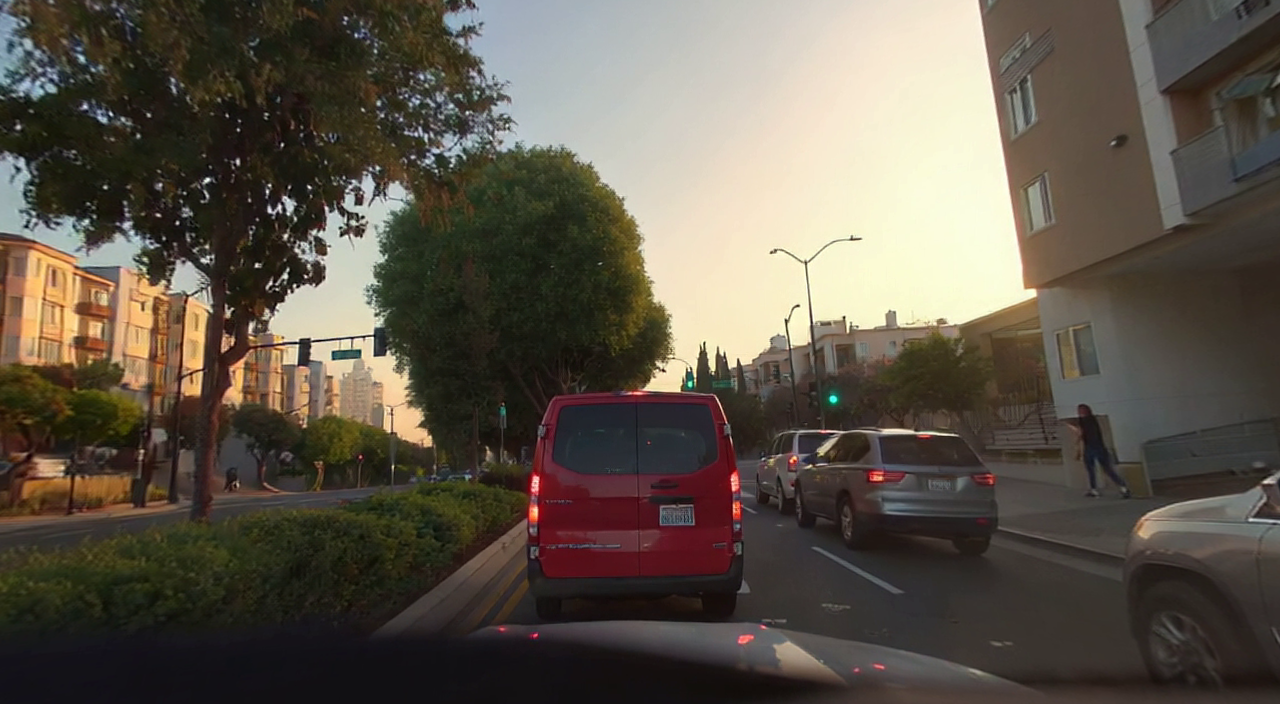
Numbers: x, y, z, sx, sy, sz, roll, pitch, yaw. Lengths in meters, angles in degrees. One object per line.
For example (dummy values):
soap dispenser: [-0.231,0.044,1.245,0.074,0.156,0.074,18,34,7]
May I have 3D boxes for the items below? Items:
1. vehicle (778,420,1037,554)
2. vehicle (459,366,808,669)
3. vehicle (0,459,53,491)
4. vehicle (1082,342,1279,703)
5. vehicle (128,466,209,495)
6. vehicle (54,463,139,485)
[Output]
vehicle: [3.919,2.065,10.412,2.061,1.676,4.734,0,-9,-2]
vehicle: [-0.037,1.320,6.045,2.101,1.828,4.270,0,-9,0]
vehicle: [-35.518,6.840,35.174,3.843,1.680,1.782,-1,-9,5]
vehicle: [3.806,0.695,1.751,2.157,1.748,4.130,0,-9,1]
vehicle: [-33.248,9.073,44.534,4.292,1.492,1.772,-6,-14,-1]
vehicle: [-38.456,8.631,44.646,4.396,1.458,1.809,-1,-9,2]
